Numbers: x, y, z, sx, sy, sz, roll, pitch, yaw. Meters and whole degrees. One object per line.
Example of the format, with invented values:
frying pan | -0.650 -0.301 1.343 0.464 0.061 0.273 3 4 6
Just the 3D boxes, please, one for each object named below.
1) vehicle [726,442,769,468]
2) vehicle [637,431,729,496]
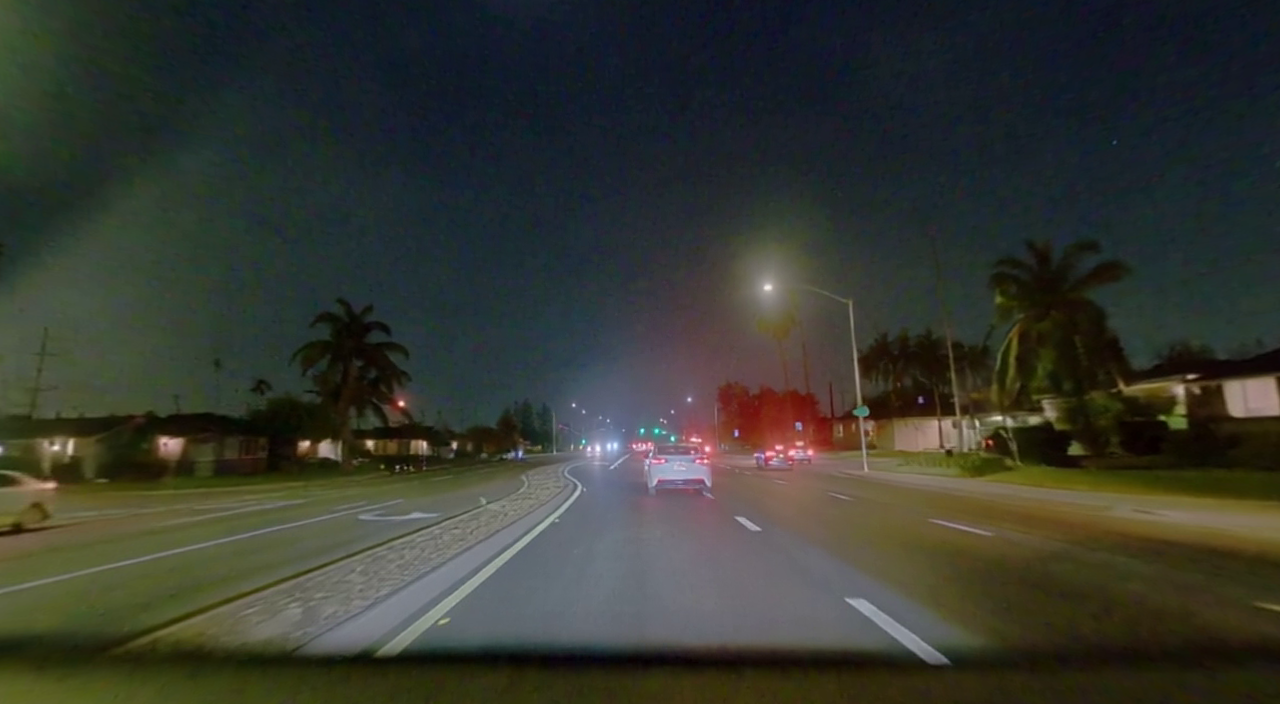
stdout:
vehicle | 6.662 6.434 39.501 1.897 1.477 4.360 0 -9 -1
vehicle | 1.119 3.265 18.788 2.289 1.679 4.180 0 -9 -2
